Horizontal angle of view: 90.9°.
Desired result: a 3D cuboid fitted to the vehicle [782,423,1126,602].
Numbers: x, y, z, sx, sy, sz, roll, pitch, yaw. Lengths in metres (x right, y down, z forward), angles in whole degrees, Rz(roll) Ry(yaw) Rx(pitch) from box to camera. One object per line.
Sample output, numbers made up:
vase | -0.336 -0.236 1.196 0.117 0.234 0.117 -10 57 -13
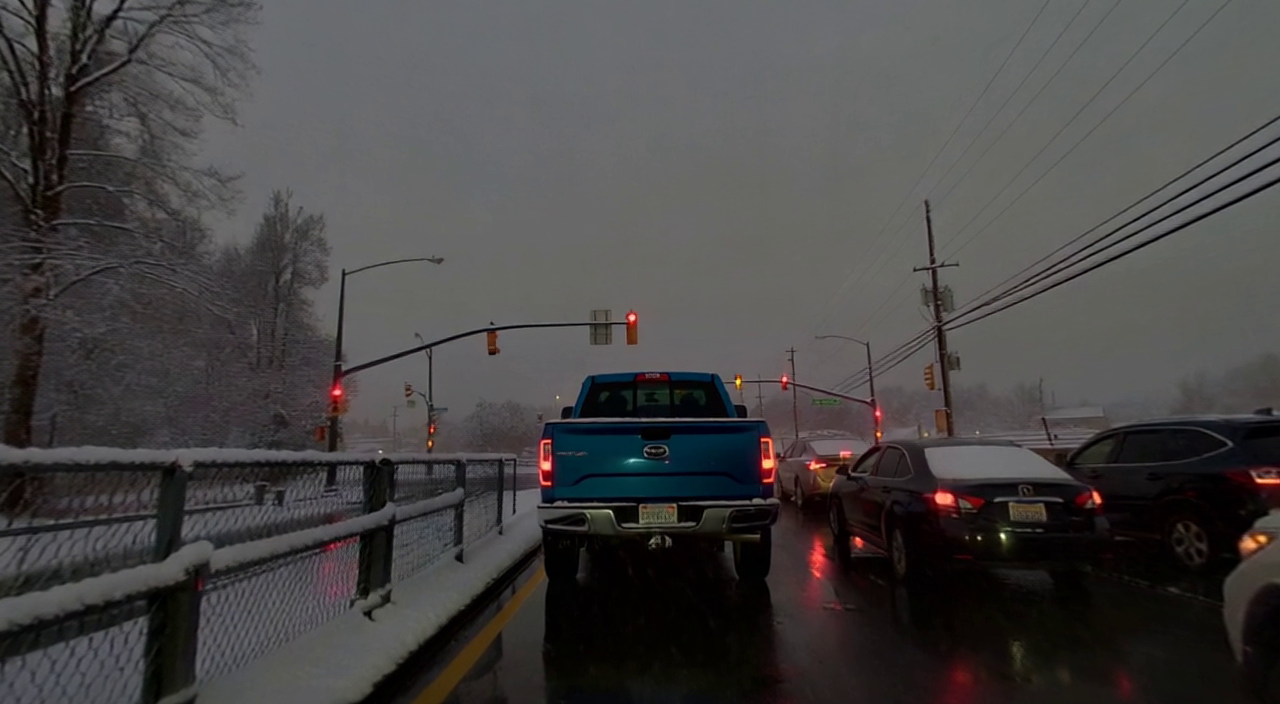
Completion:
vehicle | 3.125 1.660 7.429 1.993 1.495 4.060 0 -8 1

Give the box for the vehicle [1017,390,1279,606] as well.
vehicle | 6.170 1.372 6.397 1.982 1.727 4.352 0 -8 1

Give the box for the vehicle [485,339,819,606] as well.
vehicle | 0.136 1.470 8.553 2.831 2.284 6.149 0 -8 1
